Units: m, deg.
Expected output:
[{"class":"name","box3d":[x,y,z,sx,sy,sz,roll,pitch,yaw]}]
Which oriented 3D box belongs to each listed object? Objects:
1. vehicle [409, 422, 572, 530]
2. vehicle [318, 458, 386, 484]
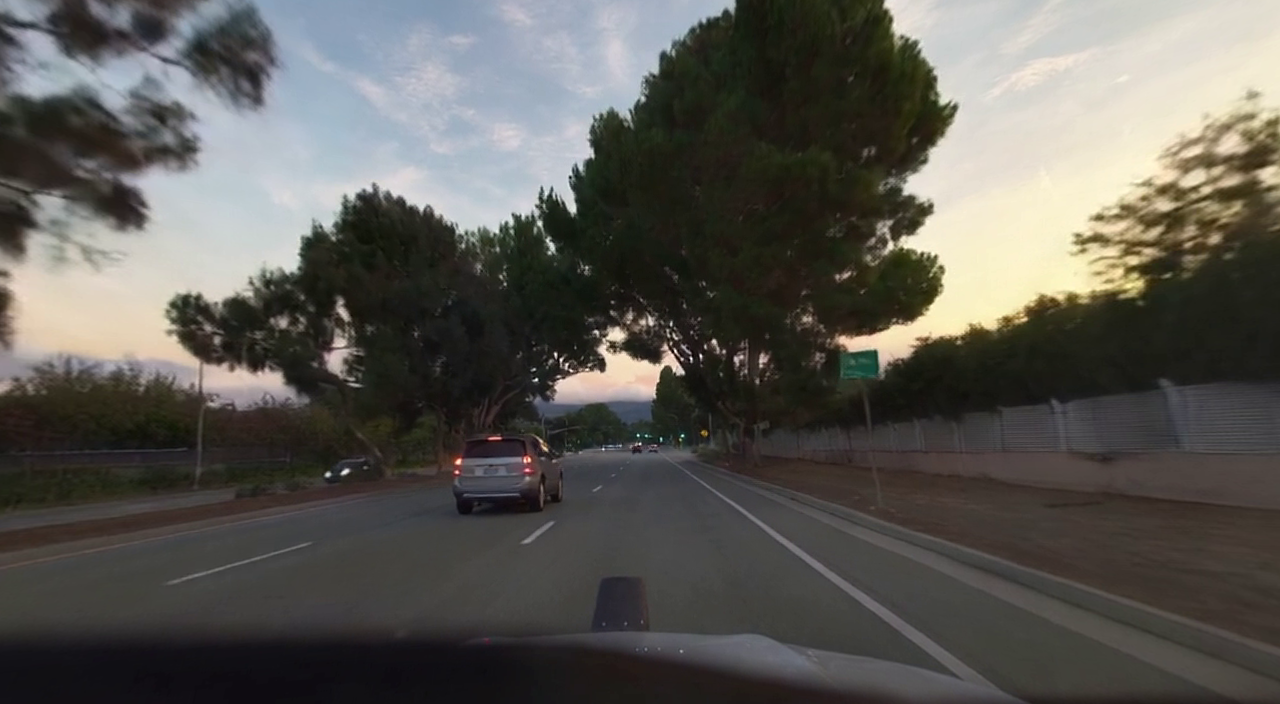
[{"class":"vehicle","box3d":[-2.865,2.505,13.394,2.160,1.855,4.695,0,-8,2]},{"class":"vehicle","box3d":[-18.714,7.702,41.158,1.978,1.541,4.664,-1,-9,4]}]
